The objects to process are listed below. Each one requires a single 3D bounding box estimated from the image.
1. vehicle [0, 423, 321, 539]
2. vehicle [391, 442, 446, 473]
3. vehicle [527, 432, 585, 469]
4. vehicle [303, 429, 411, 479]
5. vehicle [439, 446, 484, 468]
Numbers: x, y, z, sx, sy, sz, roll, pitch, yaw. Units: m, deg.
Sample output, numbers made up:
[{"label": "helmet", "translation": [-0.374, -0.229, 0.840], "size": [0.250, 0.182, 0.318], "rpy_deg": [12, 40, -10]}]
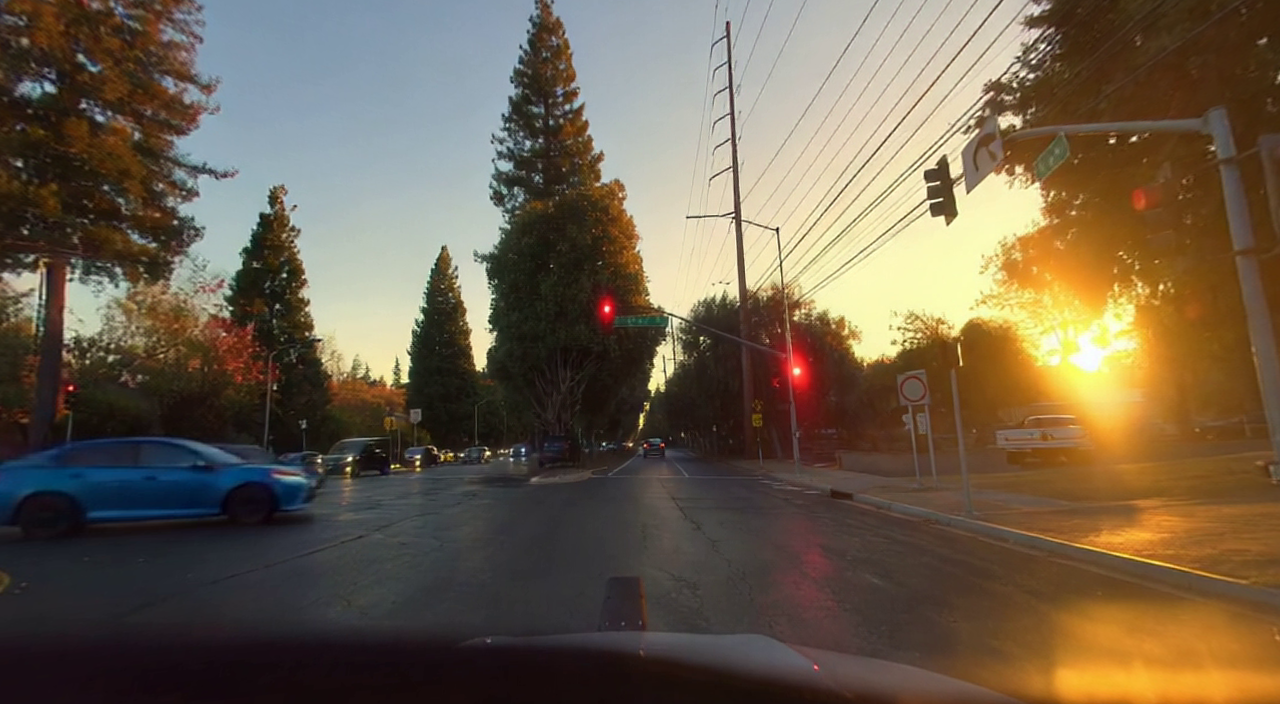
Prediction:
[{"label": "vehicle", "translation": [-8.344, 2.146, 11.000], "size": [4.607, 1.666, 2.051], "rpy_deg": [5, -10, -32]}, {"label": "vehicle", "translation": [-13.210, 6.304, 37.635], "size": [1.772, 1.647, 4.221], "rpy_deg": [-4, -9, 0]}, {"label": "vehicle", "translation": [-4.728, 5.623, 36.095], "size": [2.175, 1.957, 4.686], "rpy_deg": [-1, -9, 7]}, {"label": "vehicle", "translation": [-13.105, 4.768, 29.629], "size": [2.350, 2.104, 5.828], "rpy_deg": [0, -8, 1]}, {"label": "vehicle", "translation": [-12.678, 7.471, 44.908], "size": [1.841, 1.477, 4.485], "rpy_deg": [-1, -8, 1]}]
